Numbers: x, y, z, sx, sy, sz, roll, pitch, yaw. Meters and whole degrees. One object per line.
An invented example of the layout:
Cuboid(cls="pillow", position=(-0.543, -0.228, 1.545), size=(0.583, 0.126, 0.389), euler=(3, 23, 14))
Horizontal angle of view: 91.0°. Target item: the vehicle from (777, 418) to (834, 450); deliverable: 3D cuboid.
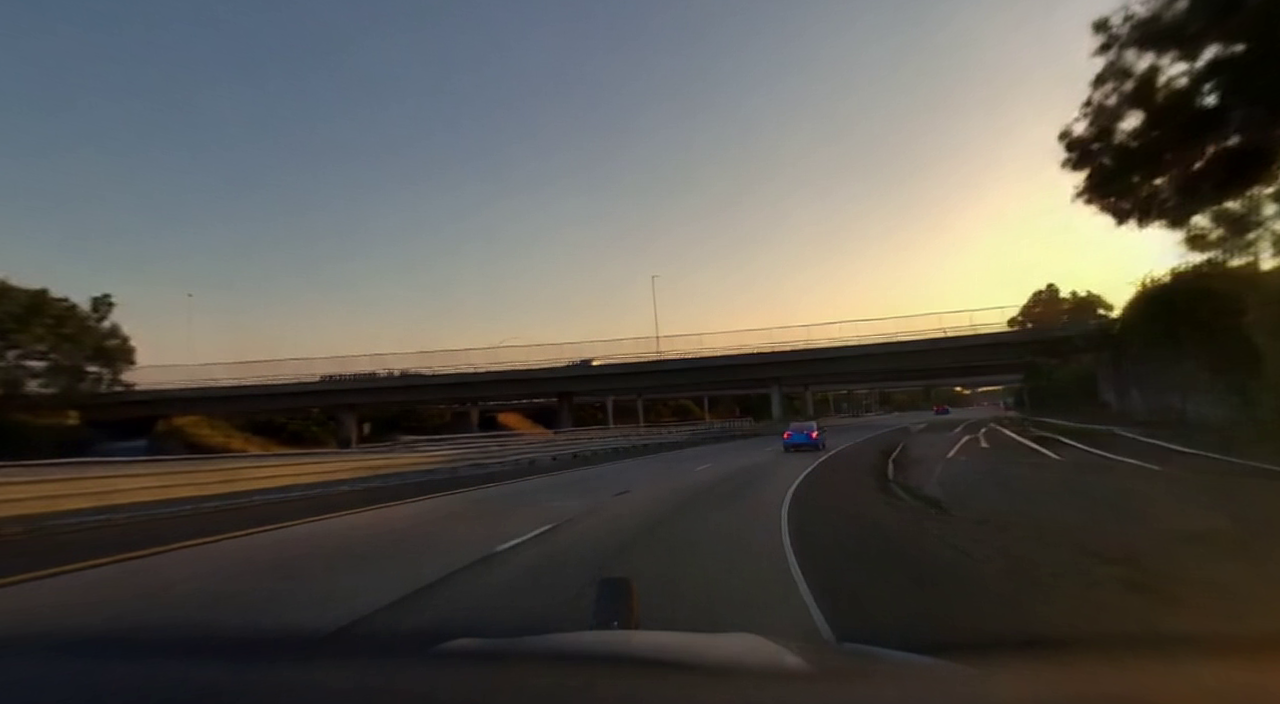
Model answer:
Cuboid(cls="vehicle", position=(8.307, 4.098, 31.434), size=(2.028, 1.440, 3.970), euler=(-2, -8, 25))
